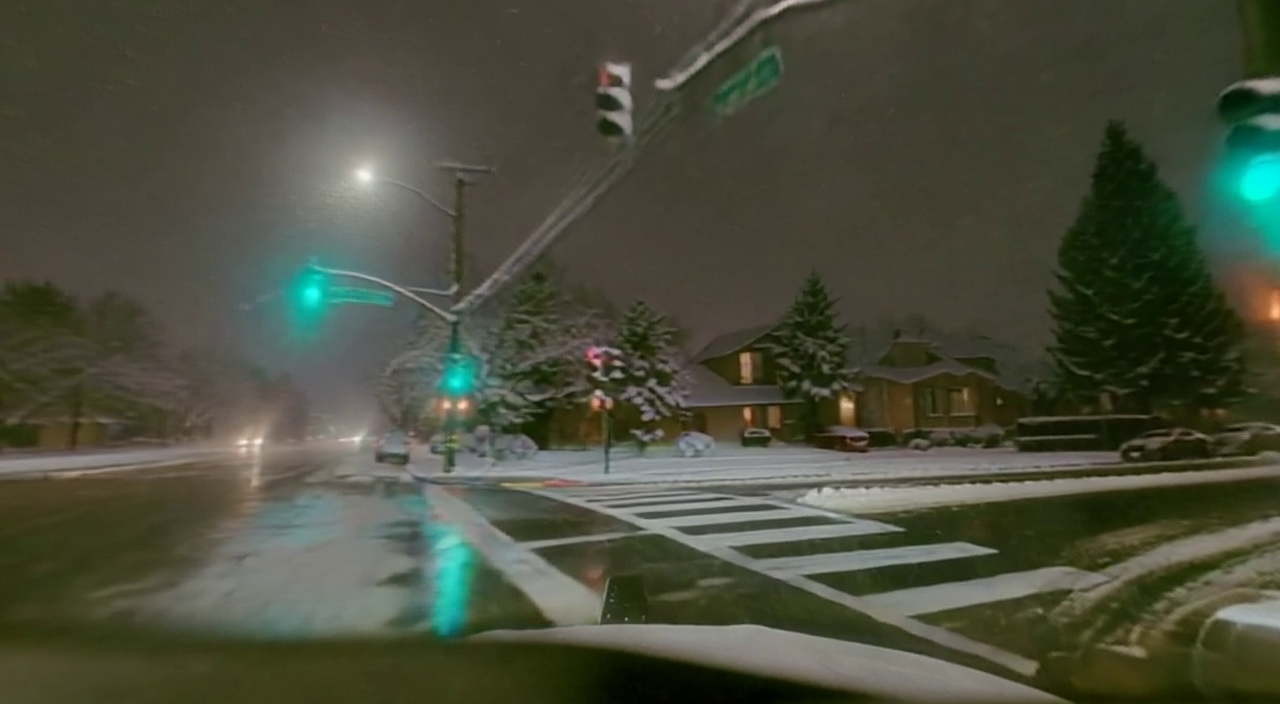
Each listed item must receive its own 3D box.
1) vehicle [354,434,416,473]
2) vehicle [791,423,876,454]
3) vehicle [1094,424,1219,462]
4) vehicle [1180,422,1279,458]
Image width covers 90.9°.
[{"bbox_3d":[-10.779,4.239,26.519,2.149,1.507,4.160,4,-9,-24],"label":"vehicle"},{"bbox_3d":[10.809,4.886,35.505,2.028,1.595,4.554,4,-9,-24],"label":"vehicle"},{"bbox_3d":[21.323,3.790,26.004,4.671,1.470,1.963,4,-11,-24],"label":"vehicle"},{"bbox_3d":[26.993,4.024,28.498,4.518,1.477,1.948,4,-10,-23],"label":"vehicle"}]
